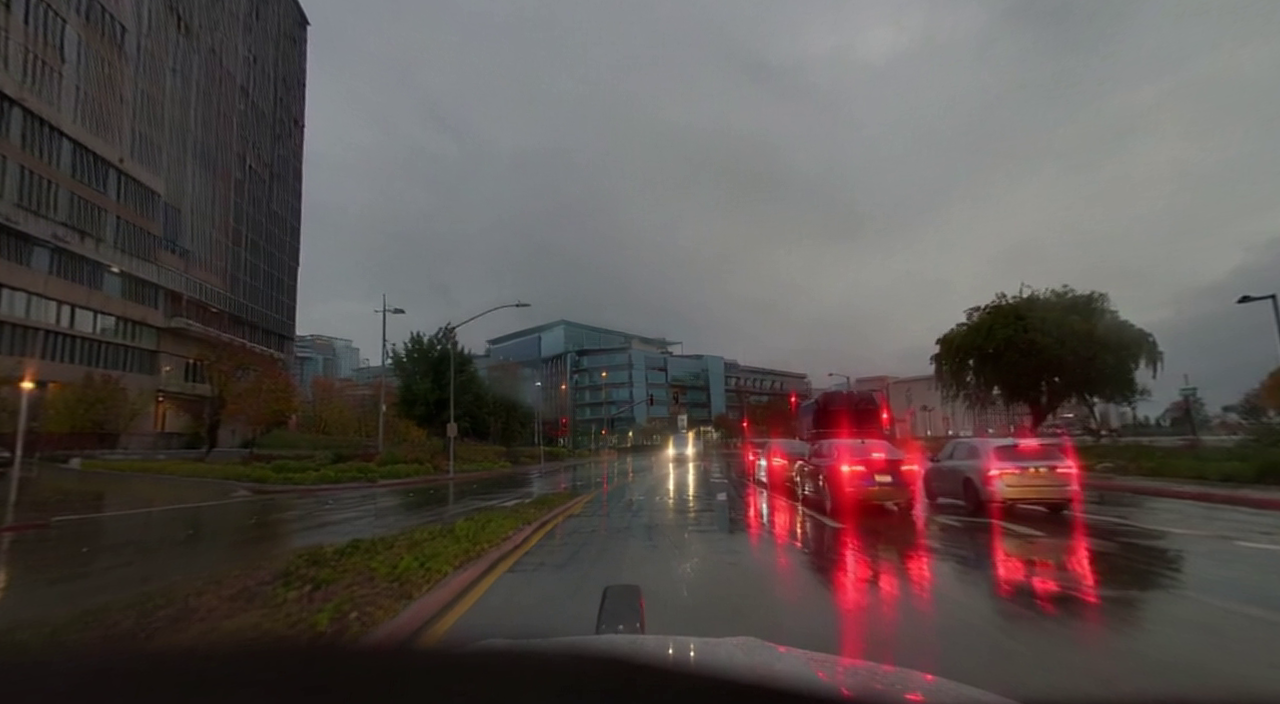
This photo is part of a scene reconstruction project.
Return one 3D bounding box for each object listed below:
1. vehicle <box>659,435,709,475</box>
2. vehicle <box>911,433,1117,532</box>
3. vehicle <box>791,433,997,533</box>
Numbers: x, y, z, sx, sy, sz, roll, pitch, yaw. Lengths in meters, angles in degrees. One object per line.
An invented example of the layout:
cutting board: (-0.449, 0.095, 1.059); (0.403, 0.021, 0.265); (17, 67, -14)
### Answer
vehicle: (2.141, 4.769, 29.367); (2.121, 1.728, 4.161); (-1, -8, 7)
vehicle: (7.101, 2.467, 12.548); (1.983, 1.628, 3.885); (-1, -8, 6)
vehicle: (4.480, 2.358, 11.910); (2.183, 1.553, 3.923); (0, -8, -1)
